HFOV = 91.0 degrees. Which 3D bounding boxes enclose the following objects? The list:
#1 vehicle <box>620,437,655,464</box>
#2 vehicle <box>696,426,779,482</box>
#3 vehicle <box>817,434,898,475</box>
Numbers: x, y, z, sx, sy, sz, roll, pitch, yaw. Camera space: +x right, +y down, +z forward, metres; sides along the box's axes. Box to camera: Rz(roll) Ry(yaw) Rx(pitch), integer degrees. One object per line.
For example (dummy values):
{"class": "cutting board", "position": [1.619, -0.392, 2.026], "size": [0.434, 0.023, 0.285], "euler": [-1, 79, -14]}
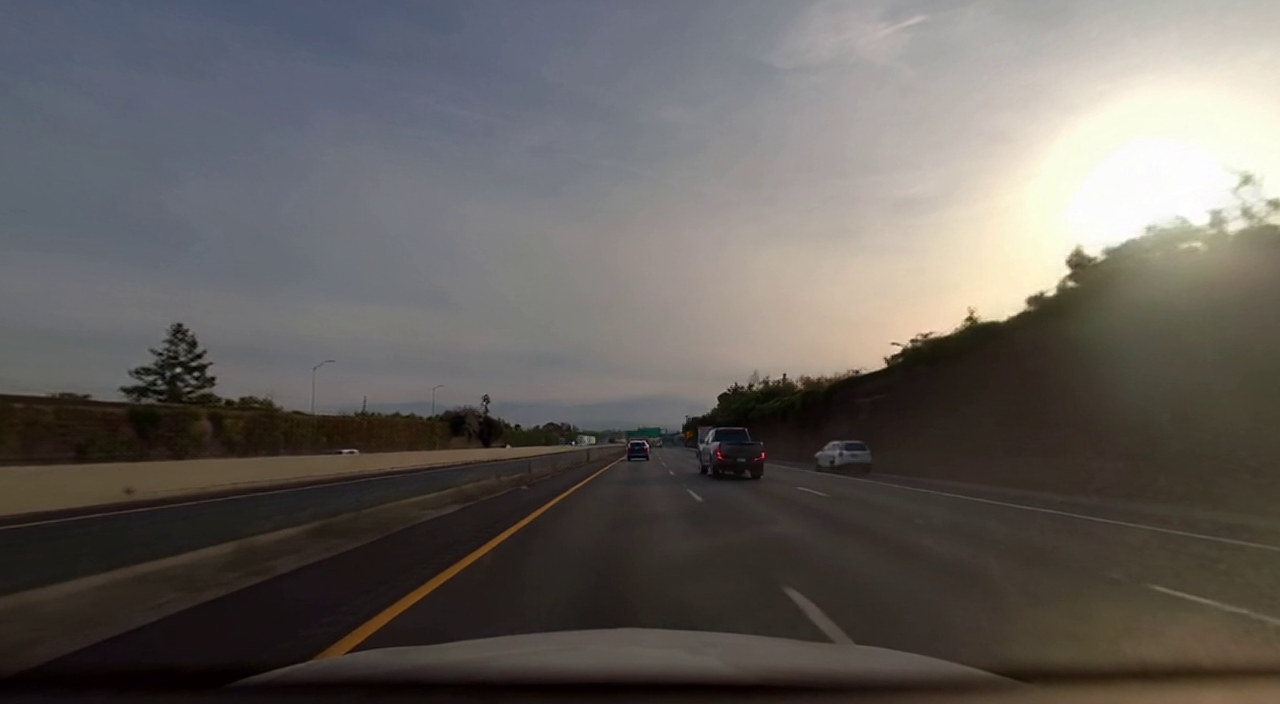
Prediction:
{"class": "vehicle", "position": [-0.152, 6.426, 41.106], "size": [2.142, 1.664, 4.076], "euler": [0, -9, 0]}
{"class": "vehicle", "position": [3.457, 3.754, 23.336], "size": [2.269, 1.839, 4.554], "euler": [0, -9, -1]}
{"class": "vehicle", "position": [10.554, 5.001, 31.008], "size": [2.161, 1.824, 4.876], "euler": [0, -9, -1]}
